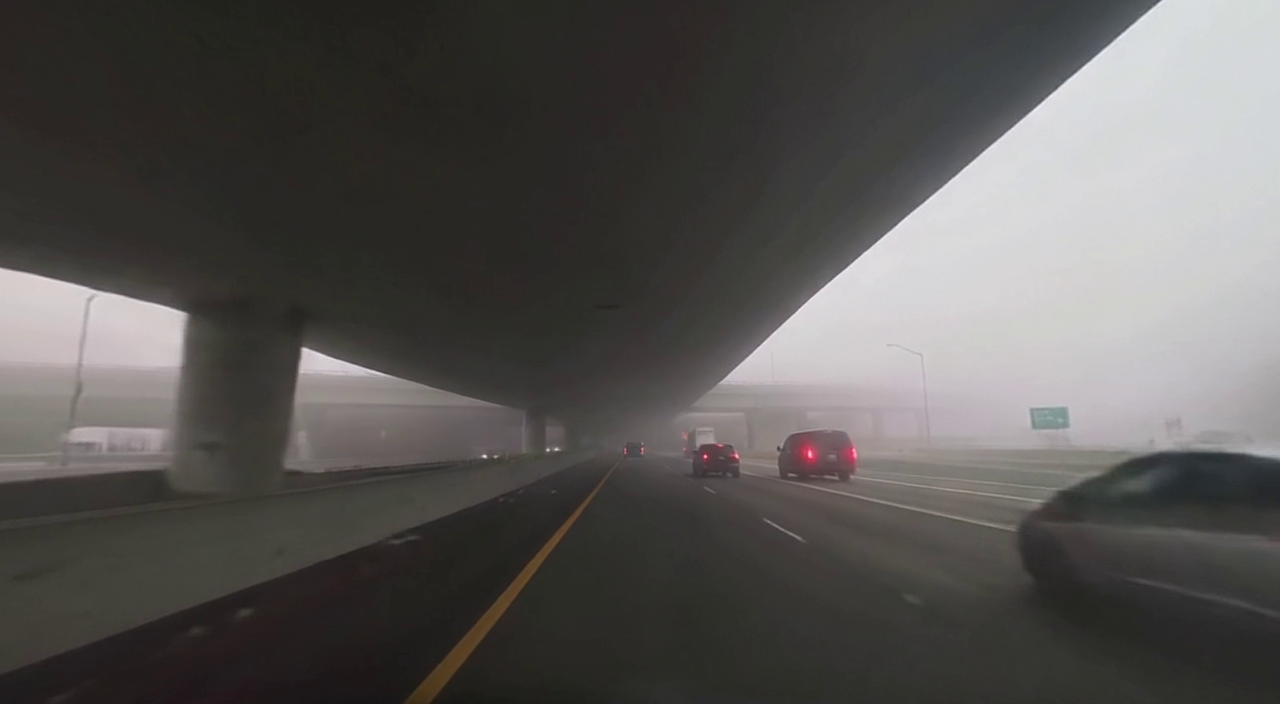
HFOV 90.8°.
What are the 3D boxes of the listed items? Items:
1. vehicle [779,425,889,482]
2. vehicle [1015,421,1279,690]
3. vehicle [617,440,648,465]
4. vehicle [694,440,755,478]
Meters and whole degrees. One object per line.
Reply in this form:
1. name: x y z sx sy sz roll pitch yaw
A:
1. vehicle: 7.663 4.117 25.817 2.448 2.042 5.959 0 -8 -1
2. vehicle: 4.481 1.129 3.570 1.971 1.453 4.414 0 -8 0
3. vehicle: -0.596 7.545 47.522 2.256 1.743 4.189 0 -8 -1
4. vehicle: 3.822 4.940 29.454 2.005 1.585 4.863 0 -8 -2
